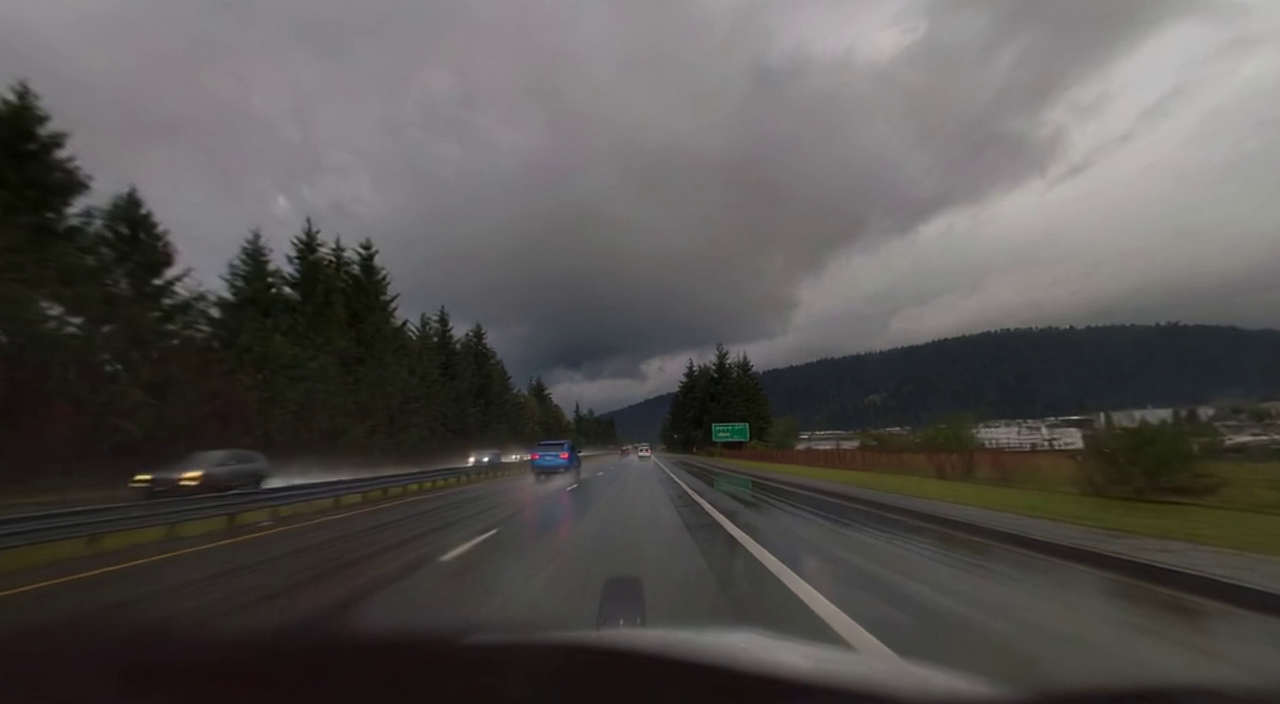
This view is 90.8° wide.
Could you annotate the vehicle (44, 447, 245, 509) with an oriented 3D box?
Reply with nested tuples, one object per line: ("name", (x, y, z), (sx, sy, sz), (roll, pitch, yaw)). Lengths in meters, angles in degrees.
("vehicle", (-13.171, 3.331, 17.200), (1.954, 1.462, 4.239), (0, -9, 1))

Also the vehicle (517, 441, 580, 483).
("vehicle", (-4.004, 4.902, 28.493), (2.110, 1.727, 4.607), (0, -9, 1))
